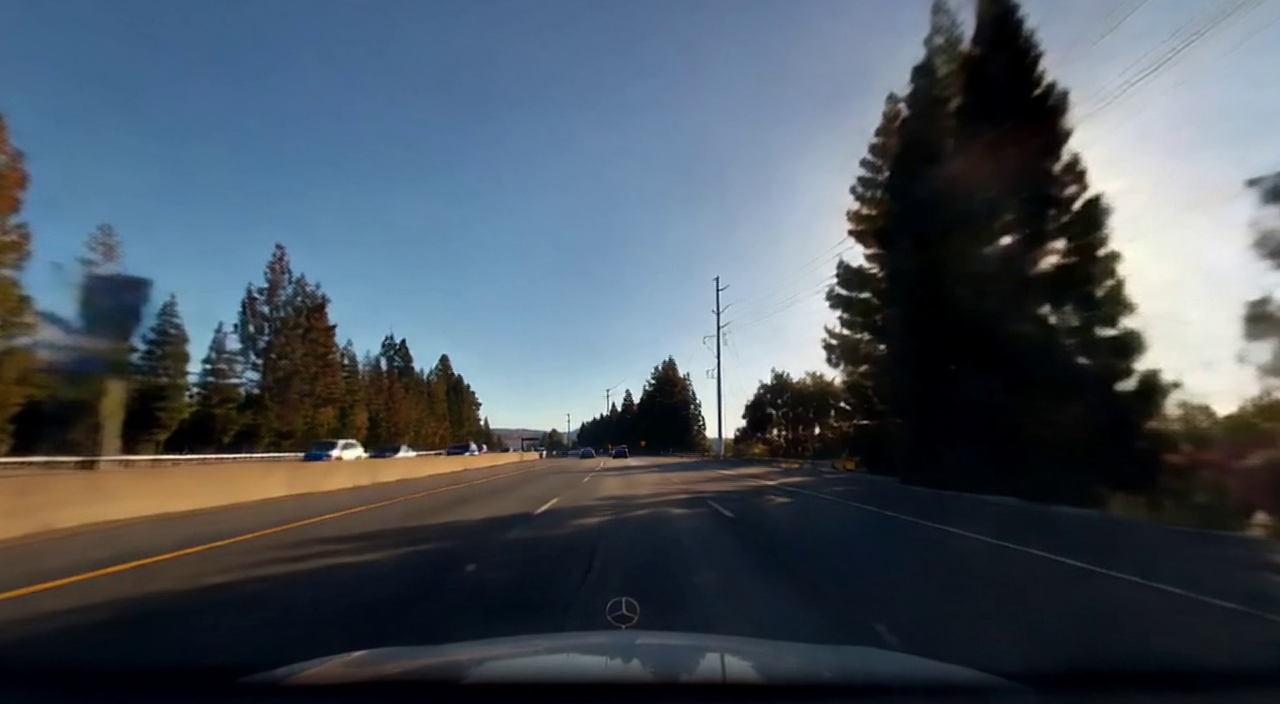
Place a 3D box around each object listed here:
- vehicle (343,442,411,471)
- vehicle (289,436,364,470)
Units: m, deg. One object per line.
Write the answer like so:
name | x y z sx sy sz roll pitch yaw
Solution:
vehicle | -14.701 5.851 35.608 1.967 1.478 4.600 0 -8 -1
vehicle | -18.655 6.029 37.876 2.078 1.862 4.871 0 -8 -1
